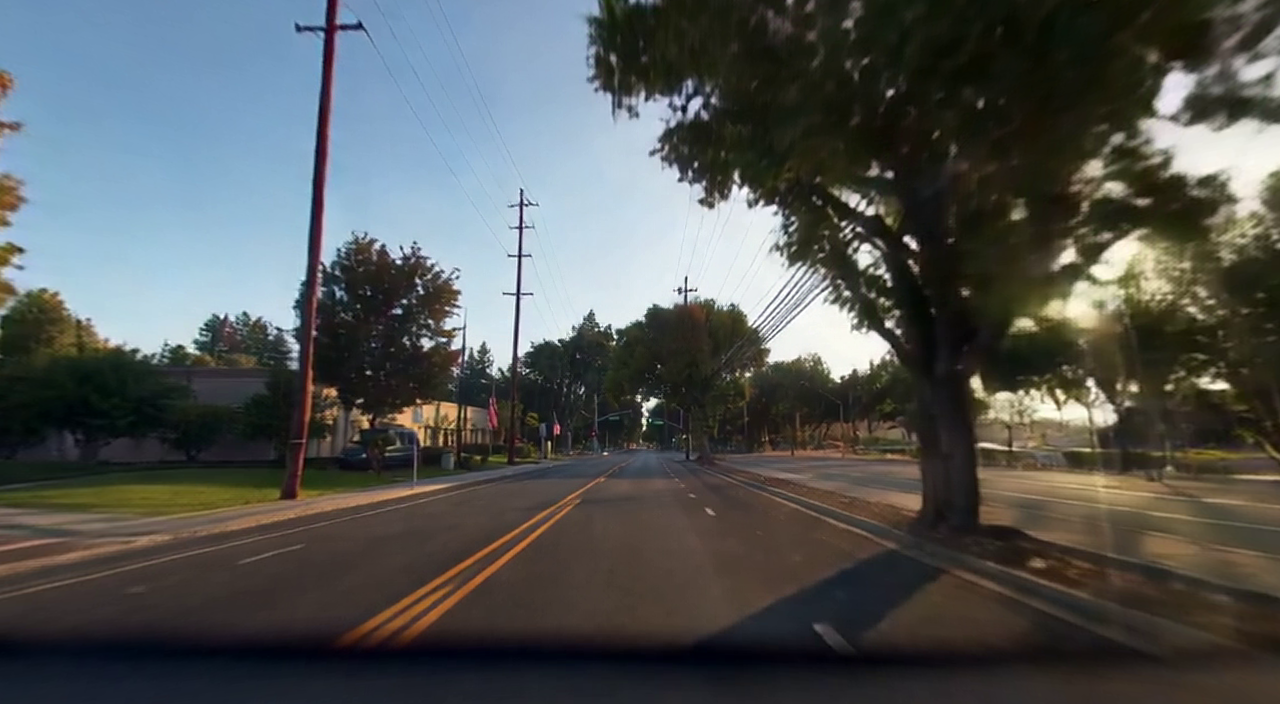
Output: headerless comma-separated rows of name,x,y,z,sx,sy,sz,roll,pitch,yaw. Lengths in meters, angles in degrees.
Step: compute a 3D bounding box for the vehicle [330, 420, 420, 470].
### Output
vehicle,-13.064,4.650,31.623,2.476,2.256,5.686,0,-8,-5
